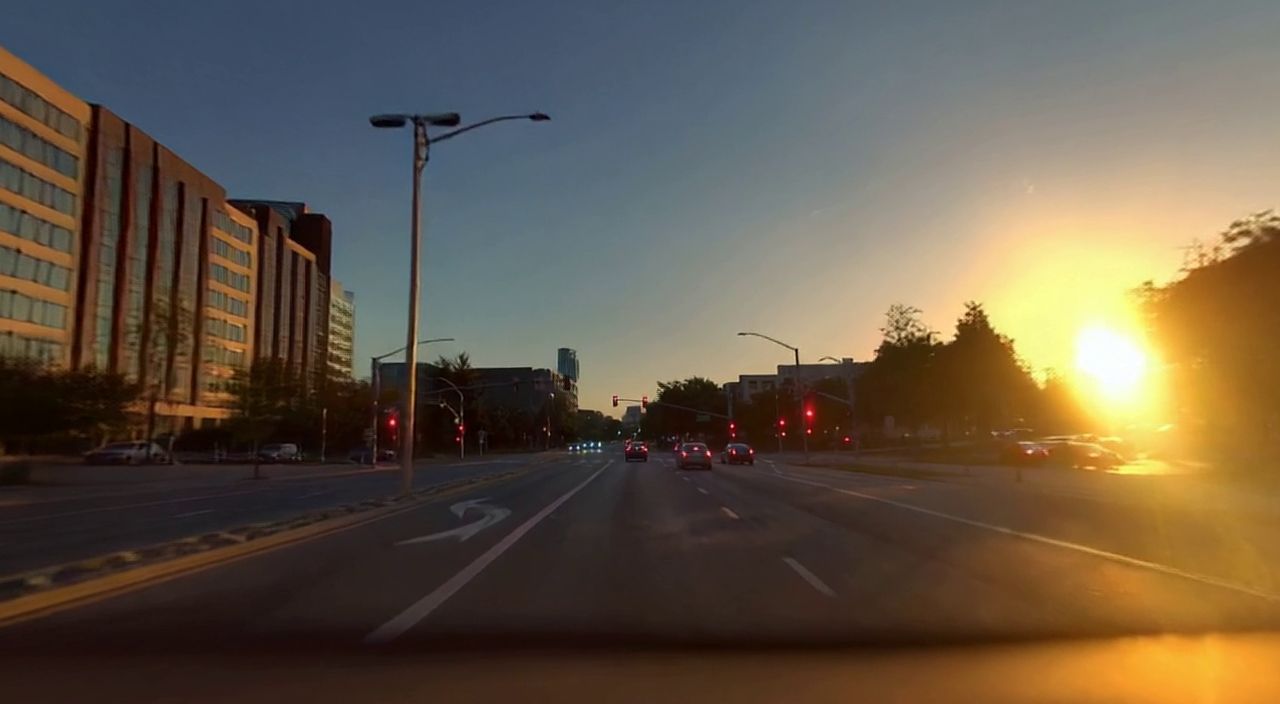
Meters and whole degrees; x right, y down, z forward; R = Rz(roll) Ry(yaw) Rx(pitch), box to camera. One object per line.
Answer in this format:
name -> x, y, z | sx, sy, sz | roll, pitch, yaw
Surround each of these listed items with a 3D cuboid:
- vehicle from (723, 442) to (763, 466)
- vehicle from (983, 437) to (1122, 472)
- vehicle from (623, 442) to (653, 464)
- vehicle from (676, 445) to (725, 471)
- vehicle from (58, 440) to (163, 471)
vehicle -> 6.817, 6.808, 42.214 | 1.861, 1.473, 4.393 | 0, -8, -1
vehicle -> 23.742, 5.938, 36.611 | 6.313, 1.772, 2.263 | -9, -11, 43
vehicle -> -0.126, 7.414, 46.428 | 2.143, 1.480, 4.006 | 0, -8, 0
vehicle -> 3.227, 5.769, 34.678 | 2.080, 1.321, 4.382 | 0, -9, -2
vehicle -> -33.810, 6.607, 40.596 | 2.202, 1.774, 5.174 | 1, -8, 1
